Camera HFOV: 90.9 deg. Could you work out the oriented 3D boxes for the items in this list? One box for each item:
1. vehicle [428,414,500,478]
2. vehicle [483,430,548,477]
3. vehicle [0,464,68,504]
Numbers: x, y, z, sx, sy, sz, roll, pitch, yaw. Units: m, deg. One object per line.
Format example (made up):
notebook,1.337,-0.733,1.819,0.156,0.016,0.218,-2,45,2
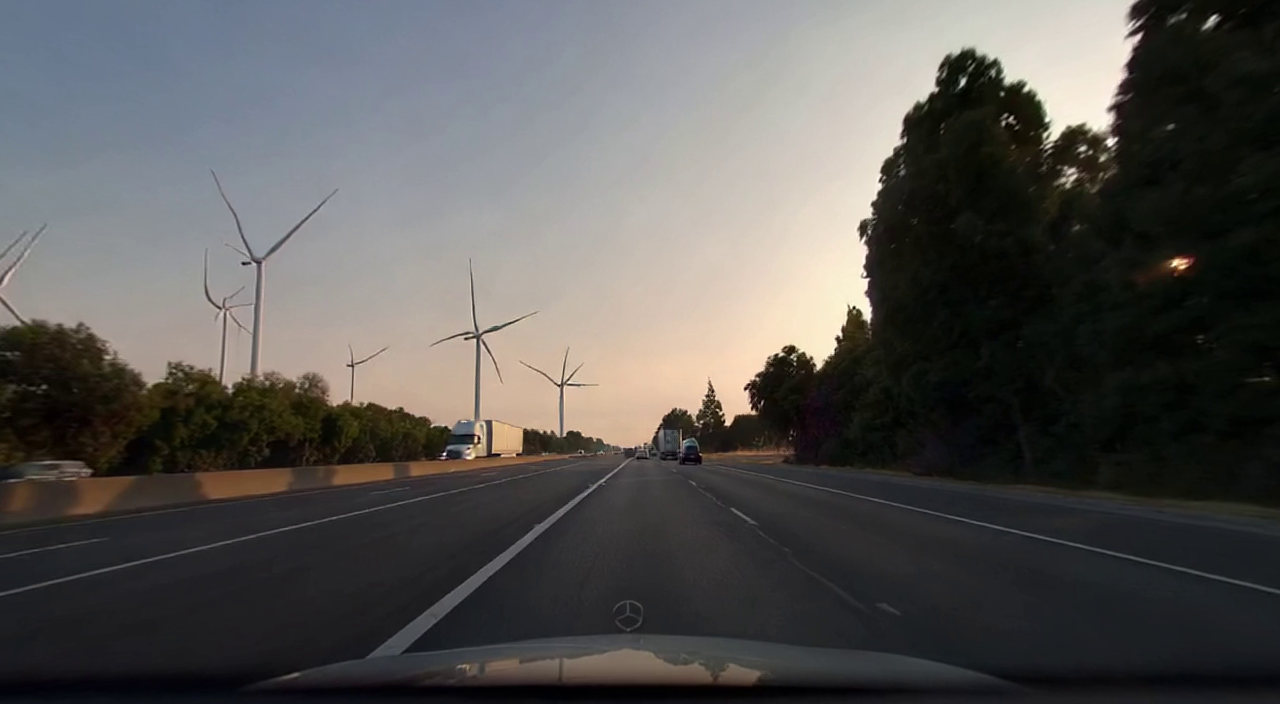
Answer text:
vehicle,-12.203,6.647,44.413,2.947,4.100,6.956,0,-9,0
vehicle,-8.070,6.751,41.915,2.700,2.772,7.443,0,-9,1
vehicle,-27.850,5.752,27.510,1.786,1.593,4.175,0,-9,-1
